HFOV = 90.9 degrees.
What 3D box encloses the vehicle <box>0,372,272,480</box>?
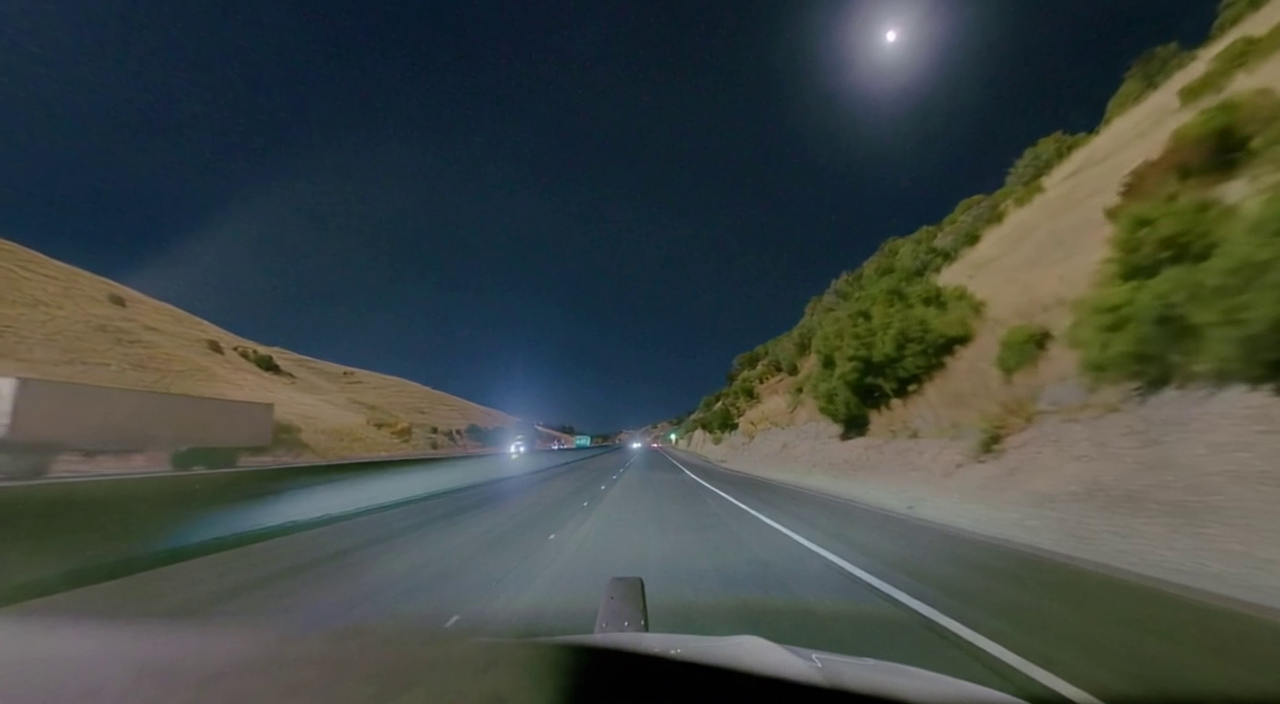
[{"bbox_3d":[-25.927,4.113,32.813,2.897,4.201,16.518,0,-9,3],"label":"vehicle"}]
